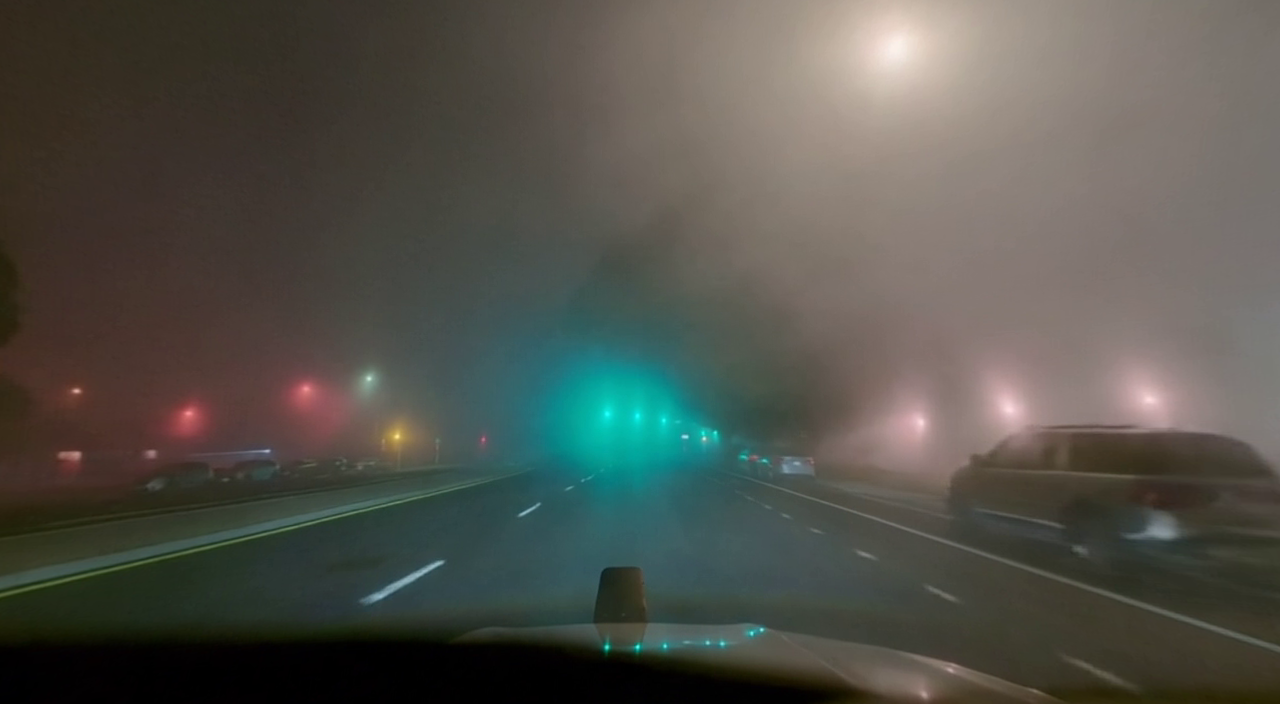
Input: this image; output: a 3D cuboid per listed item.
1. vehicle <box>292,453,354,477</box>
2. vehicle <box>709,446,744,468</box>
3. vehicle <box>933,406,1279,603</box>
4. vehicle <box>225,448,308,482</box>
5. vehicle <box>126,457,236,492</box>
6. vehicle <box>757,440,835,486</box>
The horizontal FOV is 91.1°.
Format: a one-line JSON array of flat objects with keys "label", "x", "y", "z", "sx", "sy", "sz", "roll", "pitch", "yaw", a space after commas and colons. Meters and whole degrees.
[{"label": "vehicle", "x": -21.759, "y": 7.764, "z": 43.325, "sx": 1.842, "sy": 1.496, "sz": 4.614, "roll": 0, "pitch": -9, "yaw": 0}, {"label": "vehicle", "x": 6.181, "y": 7.547, "z": 45.389, "sx": 1.901, "sy": 1.470, "sz": 4.580, "roll": 0, "pitch": -9, "yaw": 0}, {"label": "vehicle", "x": 5.948, "y": 1.773, "z": 8.210, "sx": 2.004, "sy": 1.816, "sz": 4.585, "roll": 0, "pitch": -9, "yaw": 0}, {"label": "vehicle", "x": -21.870, "y": 6.618, "z": 37.008, "sx": 2.001, "sy": 1.839, "sz": 4.669, "roll": 0, "pitch": -9, "yaw": 0}, {"label": "vehicle", "x": -22.028, "y": 5.862, "z": 30.421, "sx": 1.883, "sy": 1.450, "sz": 4.659, "roll": 0, "pitch": -9, "yaw": -2}, {"label": "vehicle", "x": 6.158, "y": 4.416, "z": 25.296, "sx": 1.918, "sy": 1.662, "sz": 4.393, "roll": 0, "pitch": -9, "yaw": -1}]
